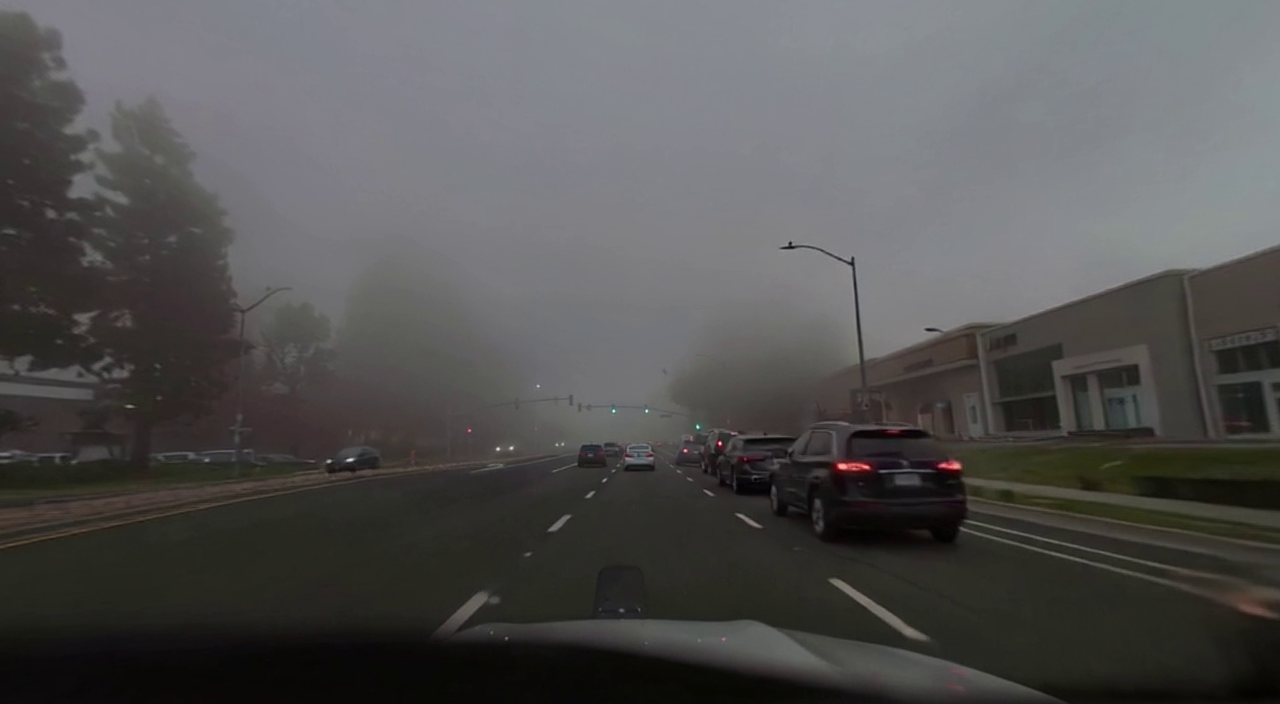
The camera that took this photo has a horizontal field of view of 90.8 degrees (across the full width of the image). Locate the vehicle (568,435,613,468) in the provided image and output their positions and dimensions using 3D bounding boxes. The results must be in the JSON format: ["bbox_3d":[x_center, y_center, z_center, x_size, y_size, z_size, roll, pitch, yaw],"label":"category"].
[{"bbox_3d":[-2.888,5.984,38.139,2.280,1.810,4.903,0,-9,1],"label":"vehicle"}]

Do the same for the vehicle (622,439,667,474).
[{"bbox_3d":[0.159,4.938,30.085,2.023,1.532,3.891,0,-9,-1],"label":"vehicle"}]

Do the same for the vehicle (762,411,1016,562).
[{"bbox_3d":[3.254,1.879,9.561,2.037,1.673,4.844,-1,-9,2],"label":"vehicle"}]

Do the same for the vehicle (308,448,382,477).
[{"bbox_3d":[-15.470,5.792,33.357,1.846,1.433,4.274,0,-9,0],"label":"vehicle"}]

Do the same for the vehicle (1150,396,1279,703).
[{"bbox_3d":[3.139,0.613,0.316,1.864,1.484,4.662,0,-9,0],"label":"vehicle"}]
